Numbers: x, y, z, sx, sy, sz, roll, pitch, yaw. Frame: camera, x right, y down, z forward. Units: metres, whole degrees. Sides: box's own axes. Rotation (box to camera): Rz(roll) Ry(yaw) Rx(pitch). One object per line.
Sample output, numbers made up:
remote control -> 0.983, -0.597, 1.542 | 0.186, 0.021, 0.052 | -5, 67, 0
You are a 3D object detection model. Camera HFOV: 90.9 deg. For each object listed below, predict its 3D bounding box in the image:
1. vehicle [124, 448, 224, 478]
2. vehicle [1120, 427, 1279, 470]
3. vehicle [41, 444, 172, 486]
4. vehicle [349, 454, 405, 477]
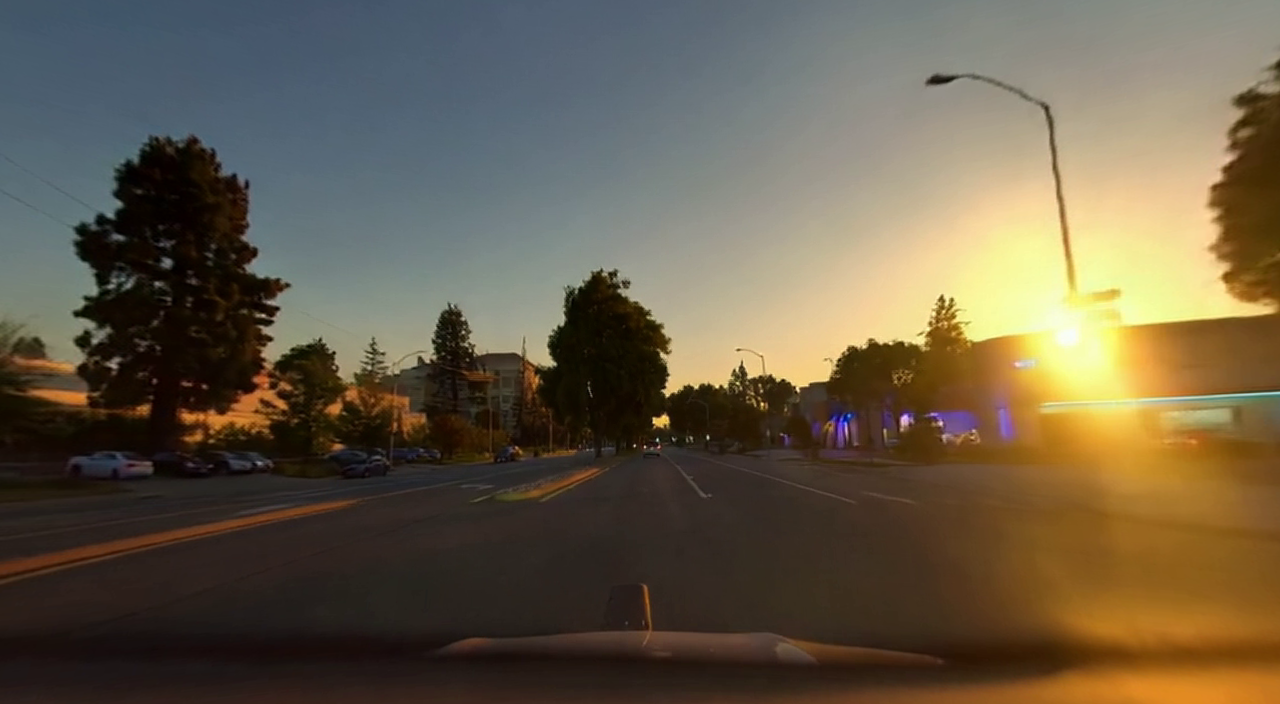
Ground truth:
vehicle -> -26.815, 6.382, 36.379 | 4.106, 1.698, 2.072 | 0, -8, 2
vehicle -> 22.247, 3.839, 25.283 | 2.009, 1.533, 5.047 | 0, -8, 0
vehicle -> -26.313, 5.563, 31.356 | 4.633, 1.923, 2.074 | 5, -10, -33
vehicle -> -18.503, 7.973, 44.595 | 1.815, 1.453, 4.870 | 0, -8, 1
